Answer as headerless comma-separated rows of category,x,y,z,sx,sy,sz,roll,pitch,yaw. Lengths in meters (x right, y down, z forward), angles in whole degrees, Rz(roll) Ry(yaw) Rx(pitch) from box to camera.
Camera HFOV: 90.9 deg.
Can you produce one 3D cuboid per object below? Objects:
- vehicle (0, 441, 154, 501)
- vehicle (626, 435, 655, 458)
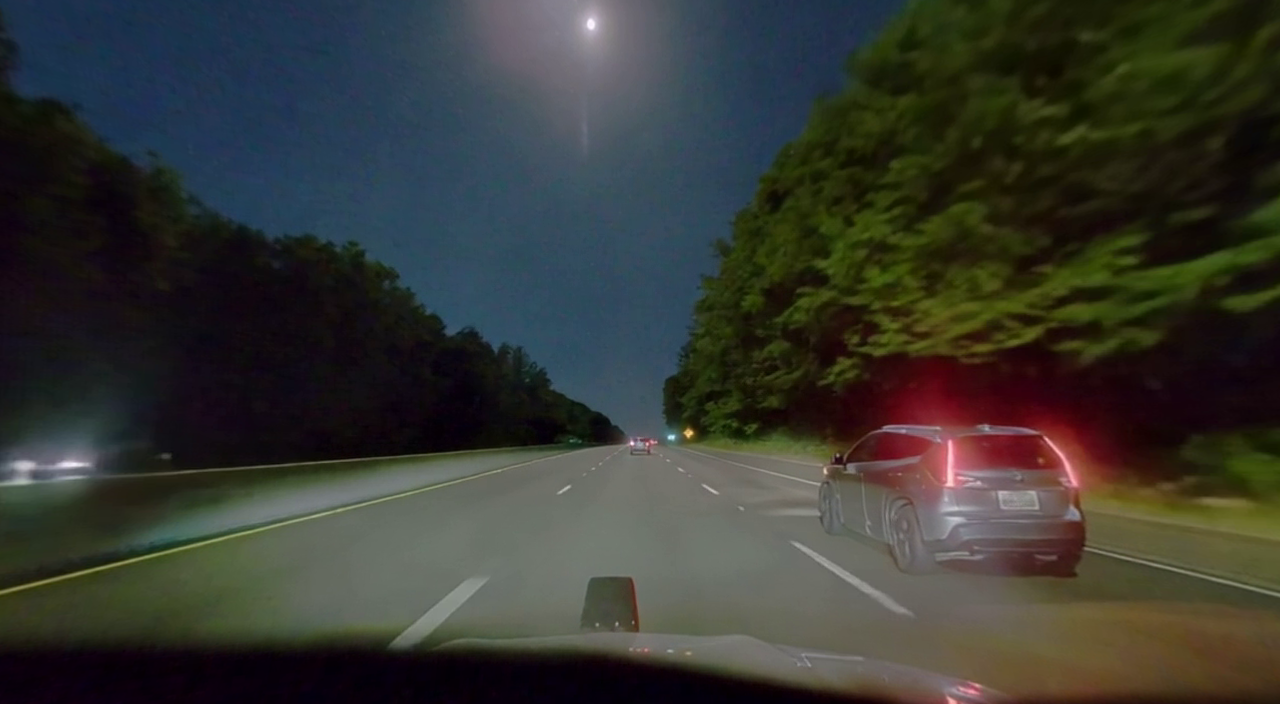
vehicle,-16.710,3.315,18.103,2.045,1.467,4.296,0,-8,0
vehicle,-0.031,7.123,47.804,2.094,1.653,4.283,0,-8,-2
